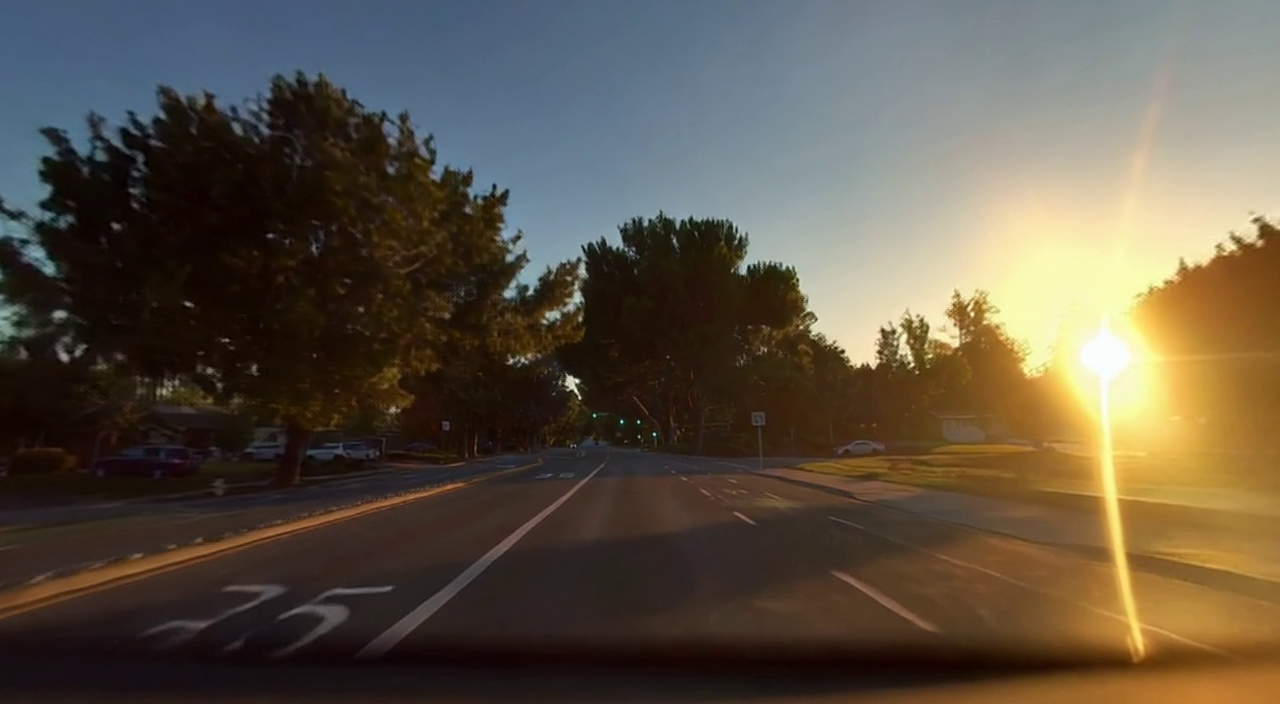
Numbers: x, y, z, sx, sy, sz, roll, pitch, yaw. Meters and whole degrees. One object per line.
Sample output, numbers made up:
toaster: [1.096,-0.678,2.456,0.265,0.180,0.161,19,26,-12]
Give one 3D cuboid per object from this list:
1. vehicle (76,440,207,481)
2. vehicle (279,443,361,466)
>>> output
vehicle: [-21.150,4.643,26.935,3.886,1.641,1.850,1,-11,0]
vehicle: [-21.449,6.900,42.479,4.495,1.472,1.833,0,-9,-1]
